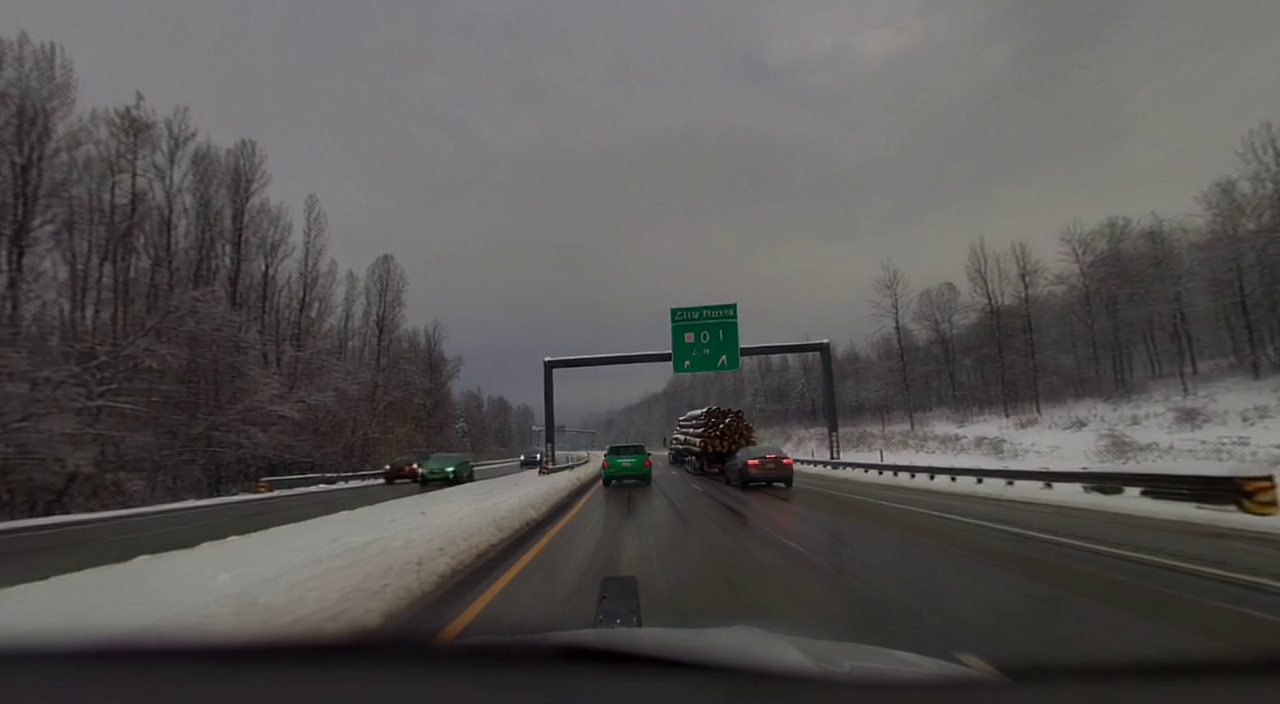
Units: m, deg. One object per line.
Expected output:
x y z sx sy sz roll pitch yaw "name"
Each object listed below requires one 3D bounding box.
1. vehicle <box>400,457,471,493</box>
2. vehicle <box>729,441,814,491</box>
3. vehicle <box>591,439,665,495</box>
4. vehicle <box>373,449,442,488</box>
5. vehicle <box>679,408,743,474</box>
-9.514 5.728 29.525 1.859 1.489 4.299 -1 -9 0 "vehicle"
4.772 4.192 23.461 2.057 1.660 4.525 0 -9 -2 "vehicle"
-0.397 3.842 21.262 2.263 1.699 3.936 0 -9 -1 "vehicle"
-13.379 6.691 36.400 2.215 2.079 4.694 0 -9 0 "vehicle"
4.514 5.947 41.835 3.125 3.895 8.461 0 -9 -1 "vehicle"
